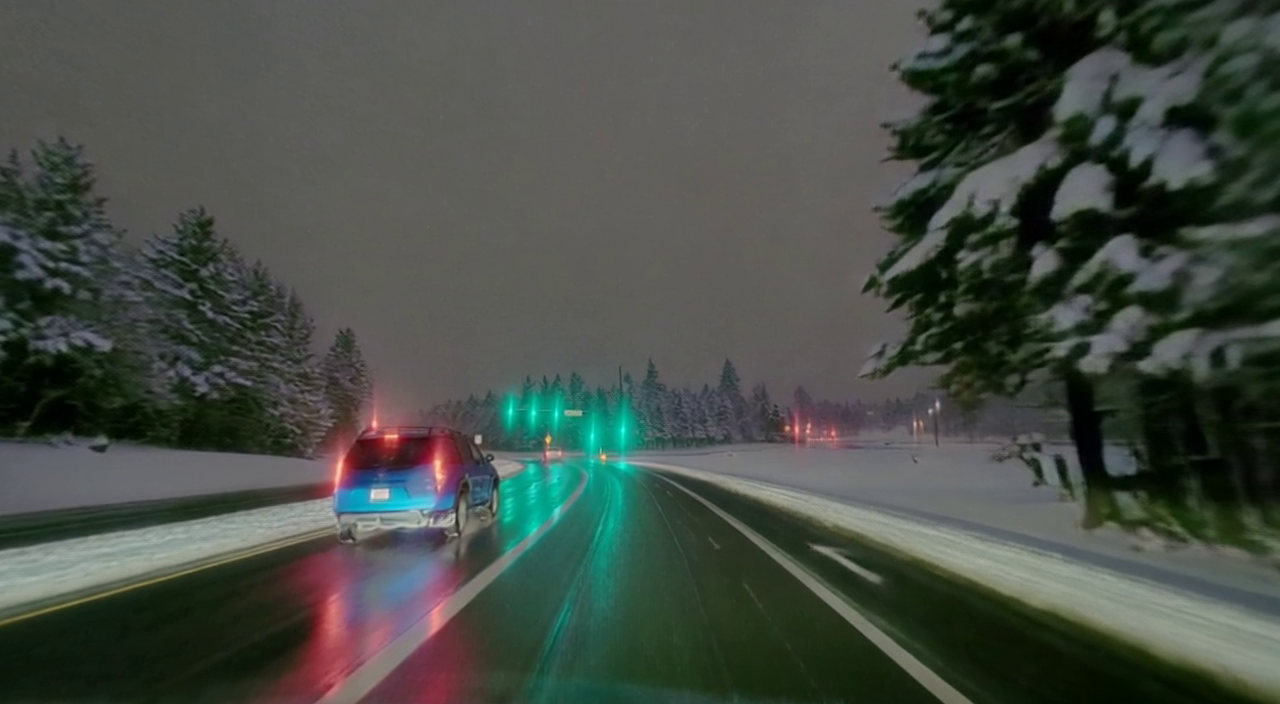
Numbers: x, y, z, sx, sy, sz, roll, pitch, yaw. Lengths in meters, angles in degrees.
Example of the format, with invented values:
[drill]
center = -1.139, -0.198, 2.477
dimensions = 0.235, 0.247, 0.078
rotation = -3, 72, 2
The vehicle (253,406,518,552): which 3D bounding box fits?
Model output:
[vehicle]
center = -3.754, 2.002, 10.656
dimensions = 2.336, 1.857, 4.986
rotation = 0, -8, 1
